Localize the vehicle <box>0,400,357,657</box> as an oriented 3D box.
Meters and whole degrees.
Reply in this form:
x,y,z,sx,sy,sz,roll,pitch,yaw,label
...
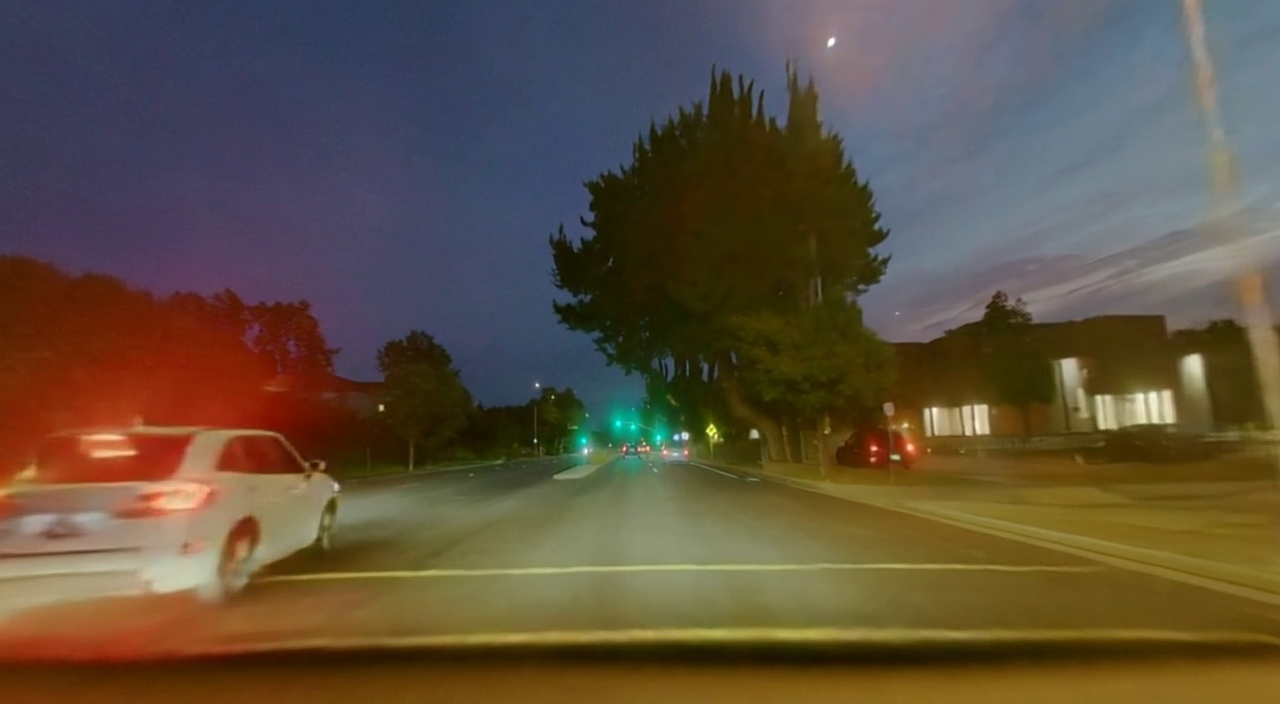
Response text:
x,y,z,sx,sy,sz,roll,pitch,yaw,label
-4.641,1.537,6.734,2.205,1.706,4.904,2,-9,-16,vehicle

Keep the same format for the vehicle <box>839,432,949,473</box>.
x,y,z,sx,sy,sz,roll,pitch,yaw,label
10.508,4.166,26.338,1.903,1.569,3.751,5,-10,-33,vehicle

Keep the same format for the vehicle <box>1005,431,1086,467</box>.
x,y,z,sx,sy,sz,roll,pitch,yaw,label
18.153,4.291,28.173,2.106,1.460,4.389,-8,-11,43,vehicle

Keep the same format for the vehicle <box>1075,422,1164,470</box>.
x,y,z,sx,sy,sz,roll,pitch,yaw,label
18.674,3.632,24.497,2.150,1.659,4.678,-8,-11,42,vehicle

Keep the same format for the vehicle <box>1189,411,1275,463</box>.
x,y,z,sx,sy,sz,roll,pitch,yaw,label
24.197,3.511,25.807,2.210,1.906,4.718,-8,-12,44,vehicle

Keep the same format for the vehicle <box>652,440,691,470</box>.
x,y,z,sx,sy,sz,roll,pitch,yaw,label
1.766,5.969,36.726,2.003,1.614,4.072,0,-8,-1,vehicle

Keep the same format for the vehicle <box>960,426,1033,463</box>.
x,y,z,sx,sy,sz,roll,pitch,yaw,label
18.157,4.689,32.049,2.043,1.691,4.436,-8,-11,43,vehicle
